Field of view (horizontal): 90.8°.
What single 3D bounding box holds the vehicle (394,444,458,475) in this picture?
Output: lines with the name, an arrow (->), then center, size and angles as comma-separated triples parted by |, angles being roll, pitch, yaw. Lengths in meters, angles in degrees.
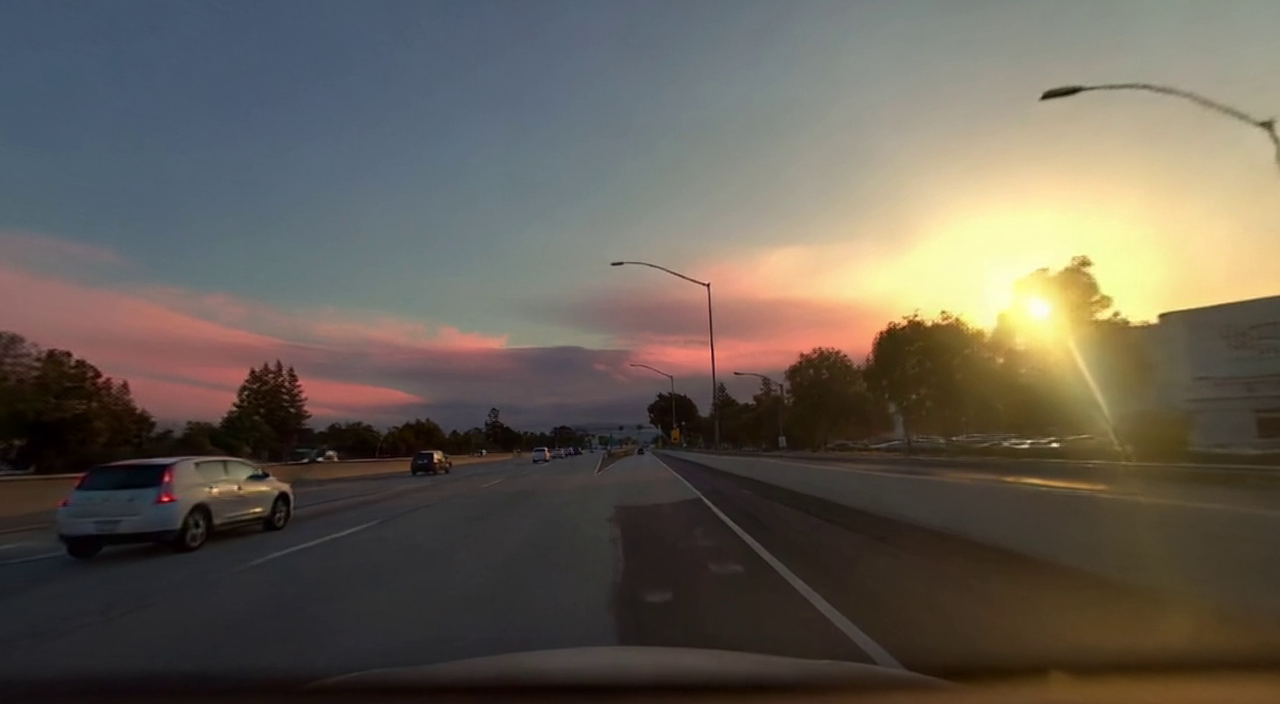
vehicle -> -12.280, 6.169, 36.602 | 2.126, 1.671, 5.173 | 0, -9, -3

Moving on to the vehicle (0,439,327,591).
vehicle -> -6.393, 1.978, 8.691 | 1.940, 1.479, 4.777 | 0, -9, -3
